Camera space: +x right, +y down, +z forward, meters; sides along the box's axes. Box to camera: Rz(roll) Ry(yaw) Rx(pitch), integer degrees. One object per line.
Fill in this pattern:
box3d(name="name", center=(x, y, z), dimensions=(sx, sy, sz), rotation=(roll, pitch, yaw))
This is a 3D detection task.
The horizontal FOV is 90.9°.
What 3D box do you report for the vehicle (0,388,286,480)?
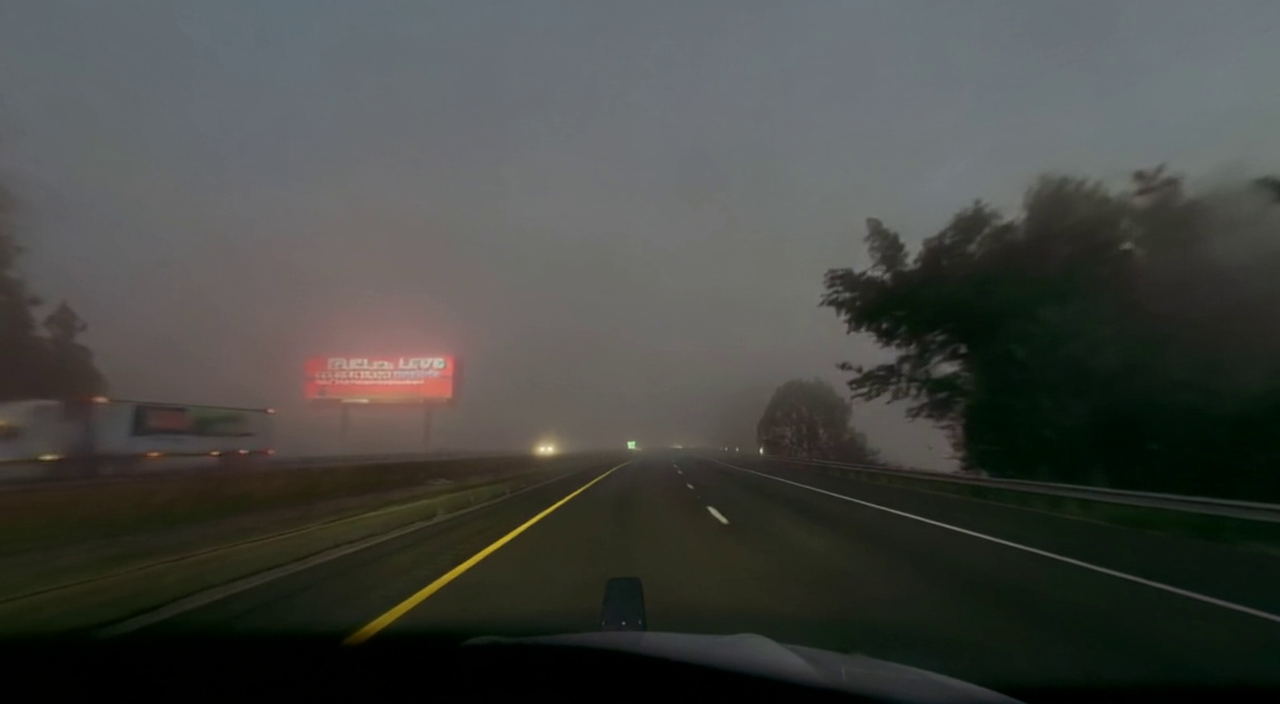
box3d(name="vehicle", center=(-28.187, 5.099, 38.043), dimensions=(2.897, 4.219, 17.824), rotation=(0, -8, 2))
